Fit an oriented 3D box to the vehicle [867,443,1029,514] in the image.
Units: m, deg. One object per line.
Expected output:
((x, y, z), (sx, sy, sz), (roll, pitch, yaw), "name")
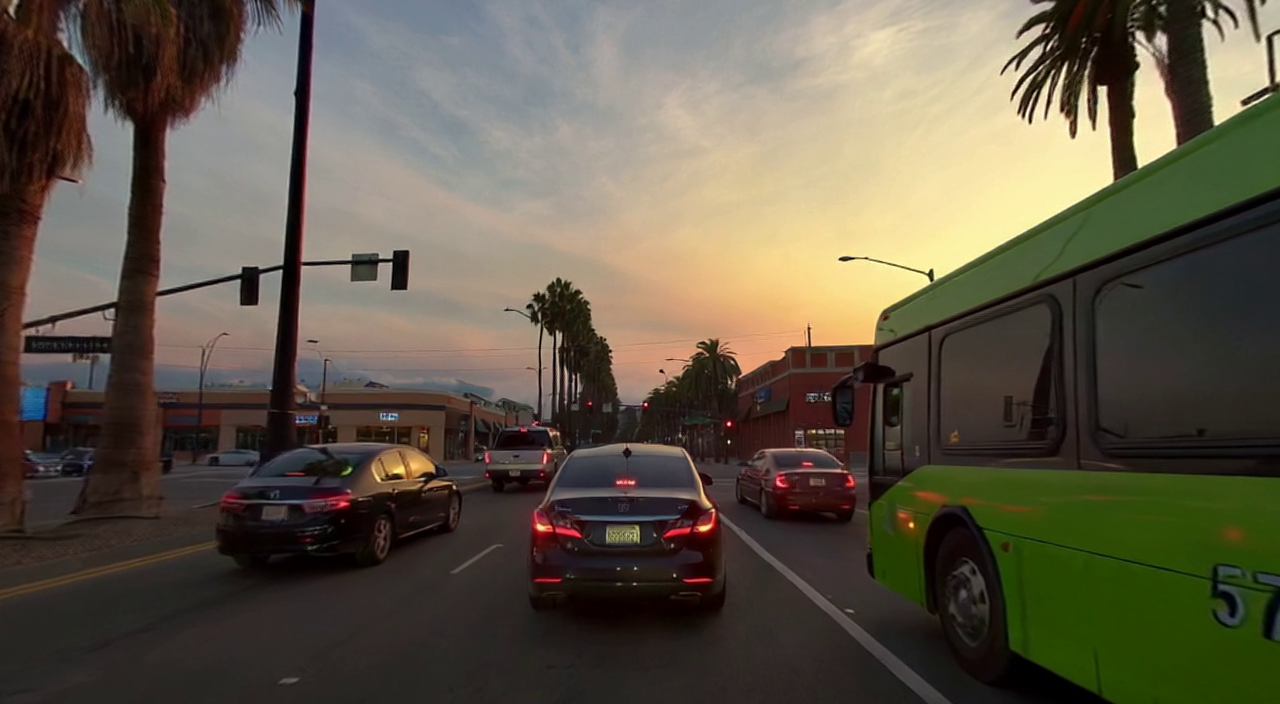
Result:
((7.829, 3.231, 16.638), (2.181, 1.607, 4.236), (0, -9, 1), "vehicle")

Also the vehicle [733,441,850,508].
((3.735, 3.087, 16.418), (1.989, 1.467, 4.364), (0, -9, 0), "vehicle")

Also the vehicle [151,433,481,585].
((-3.589, 1.796, 8.090), (1.919, 1.415, 4.178), (0, -9, 1), "vehicle")

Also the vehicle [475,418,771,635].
((-0.123, 1.509, 6.402), (2.060, 1.499, 3.831), (0, -9, 0), "vehicle")
